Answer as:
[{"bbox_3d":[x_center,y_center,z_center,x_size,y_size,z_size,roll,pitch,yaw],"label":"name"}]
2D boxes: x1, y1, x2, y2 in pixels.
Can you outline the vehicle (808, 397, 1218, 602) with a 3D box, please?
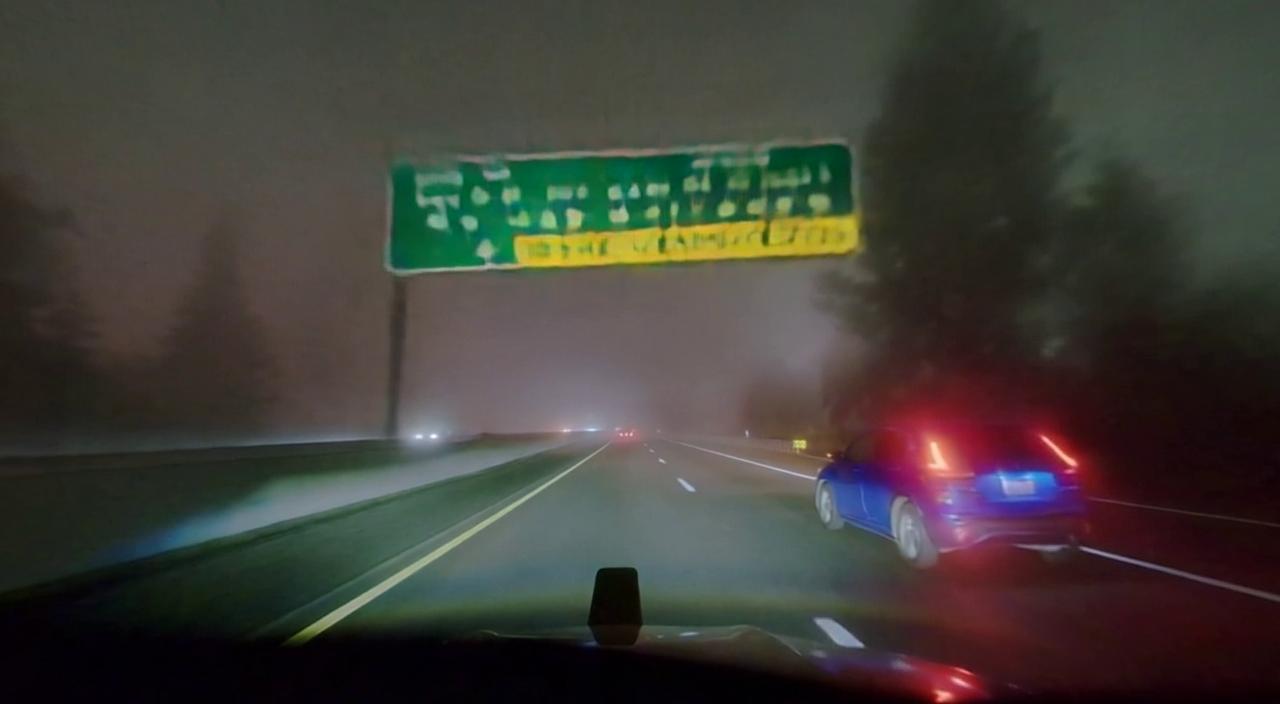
[{"bbox_3d":[3.423,1.404,6.890,1.973,1.563,3.959,0,-8,-2],"label":"vehicle"}]
